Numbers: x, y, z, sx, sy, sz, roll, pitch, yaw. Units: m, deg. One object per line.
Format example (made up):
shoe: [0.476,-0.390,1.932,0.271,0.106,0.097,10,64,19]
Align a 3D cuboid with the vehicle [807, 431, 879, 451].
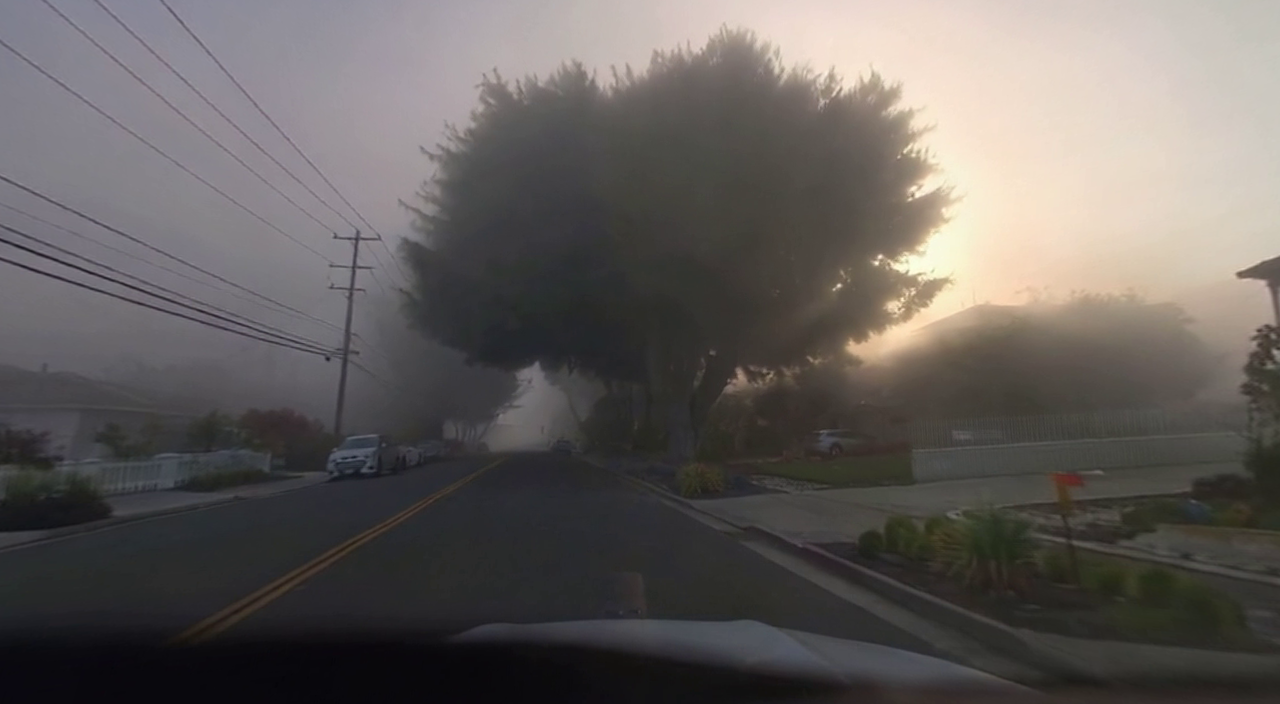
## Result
vehicle: [11.551,5.096,36.095,3.606,1.094,1.420,2,-8,-7]

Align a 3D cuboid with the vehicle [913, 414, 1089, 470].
vehicle: [11.967,3.028,21.106,4.842,1.728,1.875,1,-9,-7]

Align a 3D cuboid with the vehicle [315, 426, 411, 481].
vehicle: [-11.242,4.182,26.156,2.240,1.940,5.429,-1,-8,-8]
